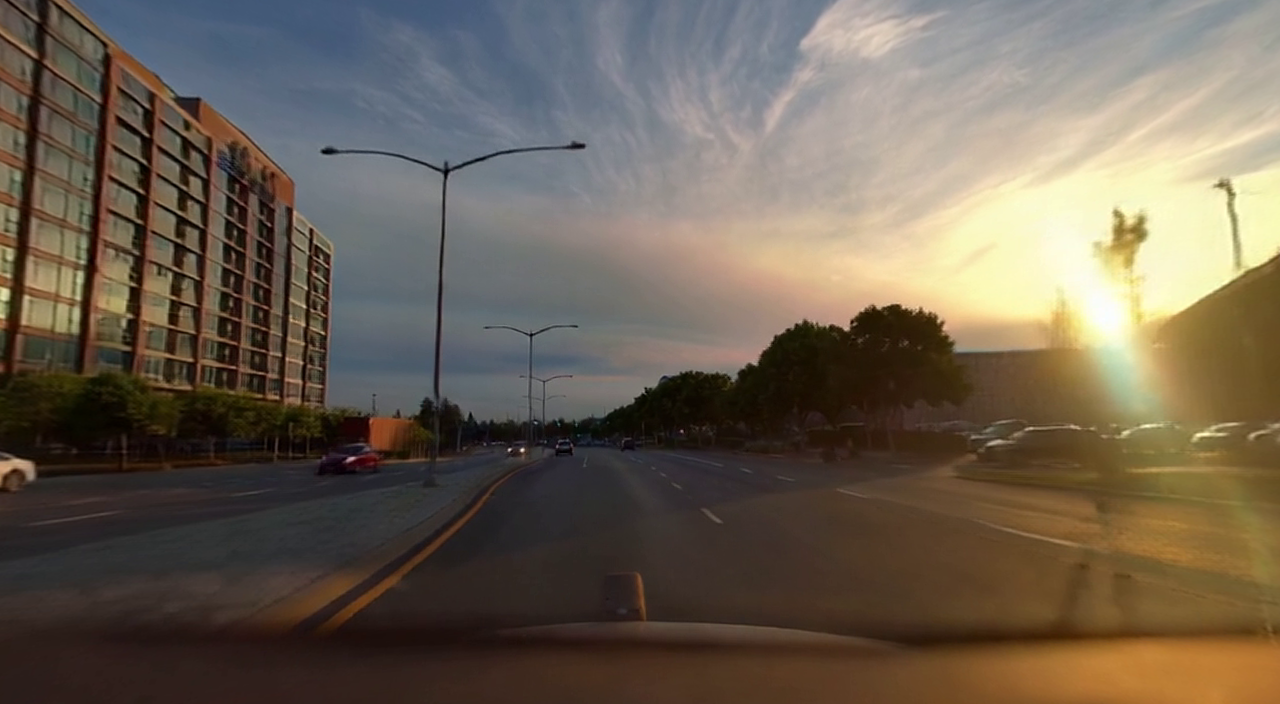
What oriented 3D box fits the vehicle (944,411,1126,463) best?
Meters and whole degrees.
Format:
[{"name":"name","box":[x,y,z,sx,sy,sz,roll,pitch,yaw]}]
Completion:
[{"name":"vehicle","box":[16.314,3.621,26.580,5.829,1.995,2.659,-2,-9,15]}]

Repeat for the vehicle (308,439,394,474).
[{"name":"vehicle","box":[-13.736,5.002,30.374,2.150,1.534,4.569,0,-8,-3]}]

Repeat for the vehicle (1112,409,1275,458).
[{"name":"vehicle","box":[21.884,3.270,25.248,4.218,1.780,2.331,-1,-10,19]}]
